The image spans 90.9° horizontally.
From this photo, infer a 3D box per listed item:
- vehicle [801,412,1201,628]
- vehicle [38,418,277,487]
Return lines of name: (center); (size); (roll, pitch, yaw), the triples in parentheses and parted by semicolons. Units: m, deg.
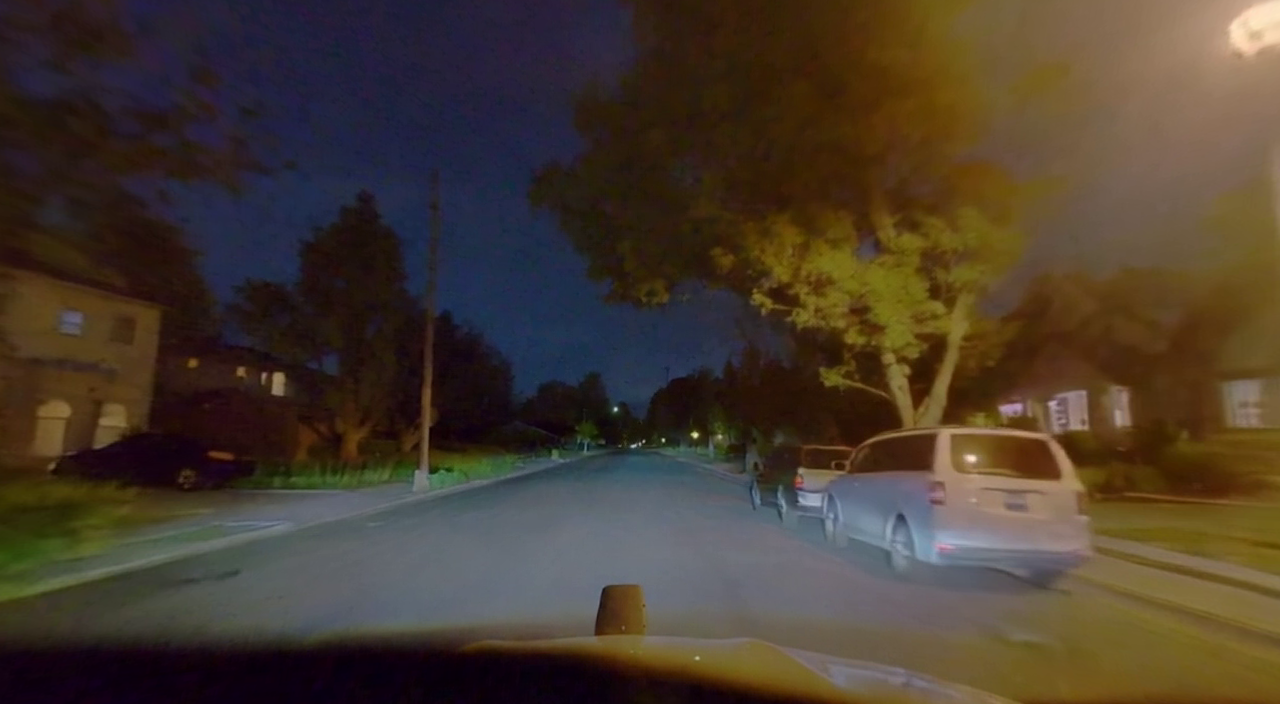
vehicle: (3.570, 1.724, 7.549); (2.046, 1.760, 4.570); (0, -8, 0)
vehicle: (-12.773, 2.670, 16.890); (4.906, 1.564, 1.988); (1, -8, 6)
